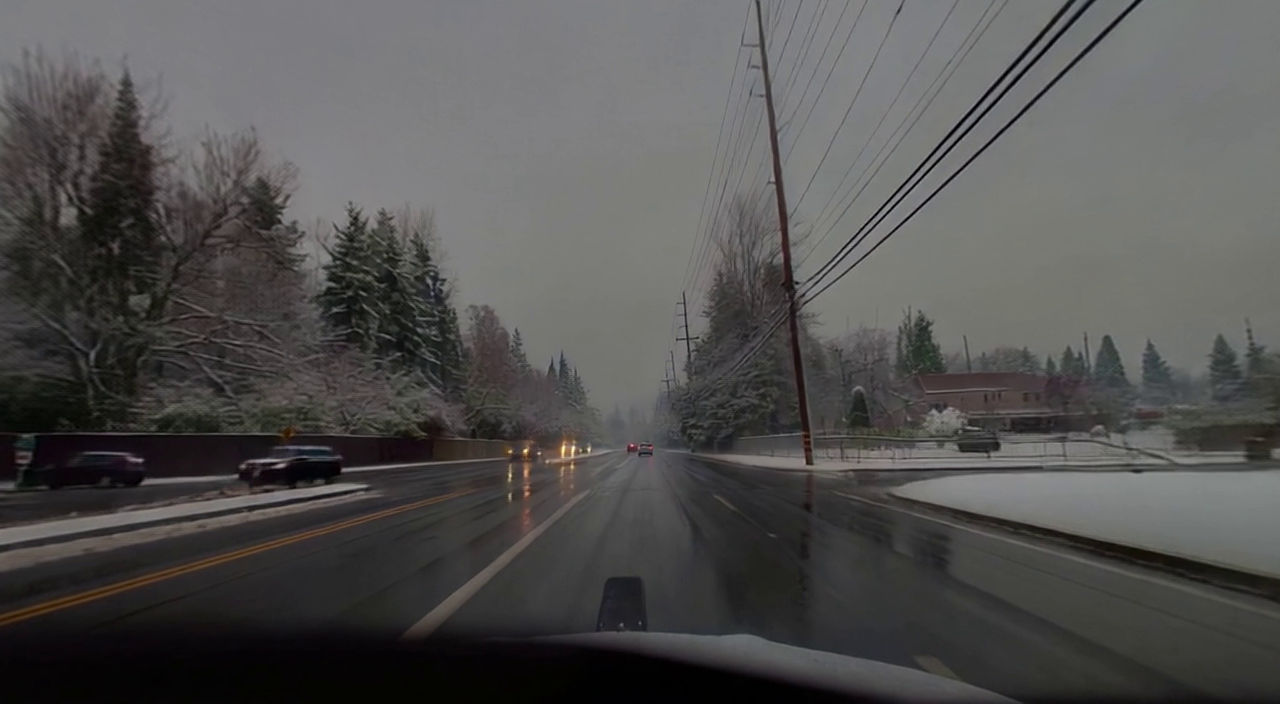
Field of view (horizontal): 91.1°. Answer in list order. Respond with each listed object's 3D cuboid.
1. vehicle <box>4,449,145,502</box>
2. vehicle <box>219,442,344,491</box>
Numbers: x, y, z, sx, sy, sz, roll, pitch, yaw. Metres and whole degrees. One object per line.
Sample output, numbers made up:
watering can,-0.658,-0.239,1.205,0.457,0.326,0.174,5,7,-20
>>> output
vehicle,-21.798,4.669,24.197,4.600,1.809,2.153,-4,-9,23
vehicle,-13.580,4.319,24.161,2.120,1.696,4.403,0,-8,1
